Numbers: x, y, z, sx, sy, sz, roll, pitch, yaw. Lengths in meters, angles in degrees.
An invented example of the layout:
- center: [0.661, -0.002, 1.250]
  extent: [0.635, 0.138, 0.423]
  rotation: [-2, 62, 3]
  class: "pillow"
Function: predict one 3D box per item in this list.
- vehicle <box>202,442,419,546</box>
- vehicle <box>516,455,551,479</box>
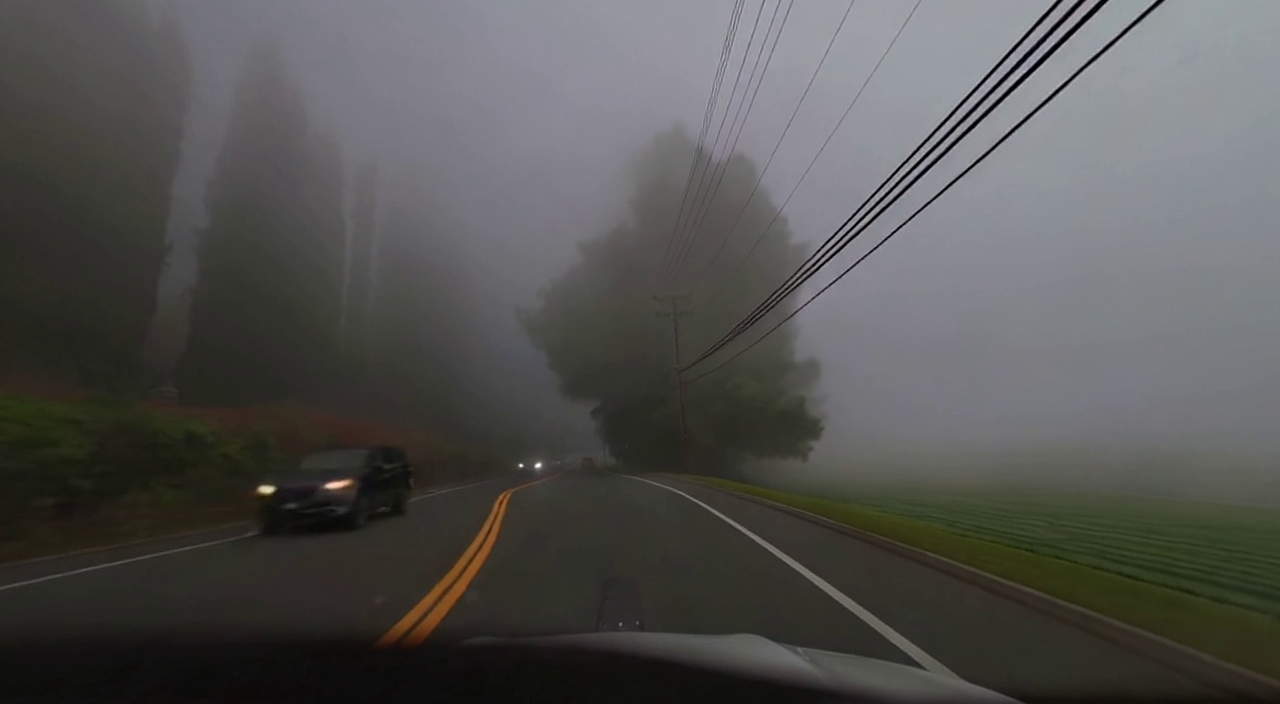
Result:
- center: [-6.758, 2.910, 13.808]
  extent: [2.220, 1.817, 4.839]
  rotation: [0, -8, -1]
  class: "vehicle"
- center: [-8.050, 8.697, 48.053]
  extent: [2.121, 1.653, 4.510]
  rotation: [0, -8, -3]
  class: "vehicle"
